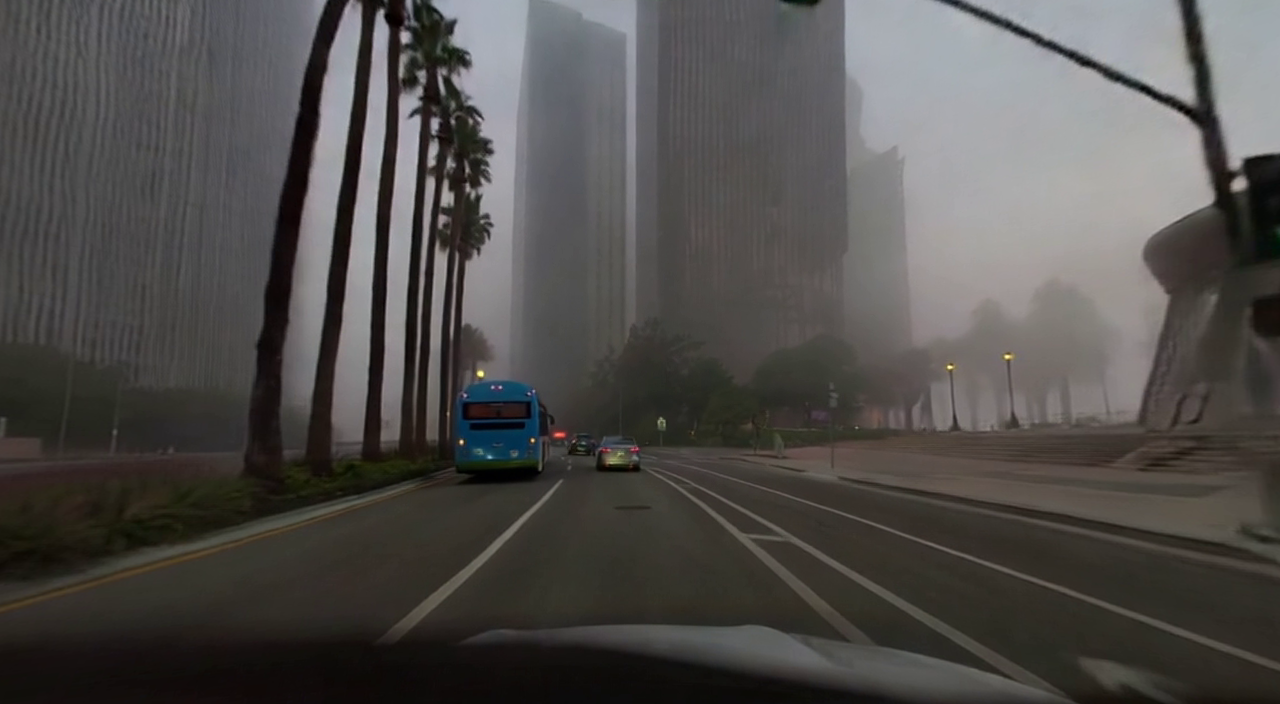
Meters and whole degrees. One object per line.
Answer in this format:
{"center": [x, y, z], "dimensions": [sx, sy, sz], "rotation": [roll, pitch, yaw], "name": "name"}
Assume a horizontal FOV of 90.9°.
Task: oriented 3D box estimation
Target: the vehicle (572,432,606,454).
{"center": [-3.612, 6.434, 44.392], "dimensions": [1.993, 1.452, 3.873], "rotation": [1, -8, -10], "name": "vehicle"}

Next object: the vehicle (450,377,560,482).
{"center": [-4.449, 2.820, 22.652], "dimensions": [2.678, 3.042, 8.474], "rotation": [0, -8, -4], "name": "vehicle"}

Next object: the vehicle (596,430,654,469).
{"center": [-0.711, 4.085, 26.528], "dimensions": [2.107, 1.481, 4.097], "rotation": [1, -8, -6], "name": "vehicle"}
